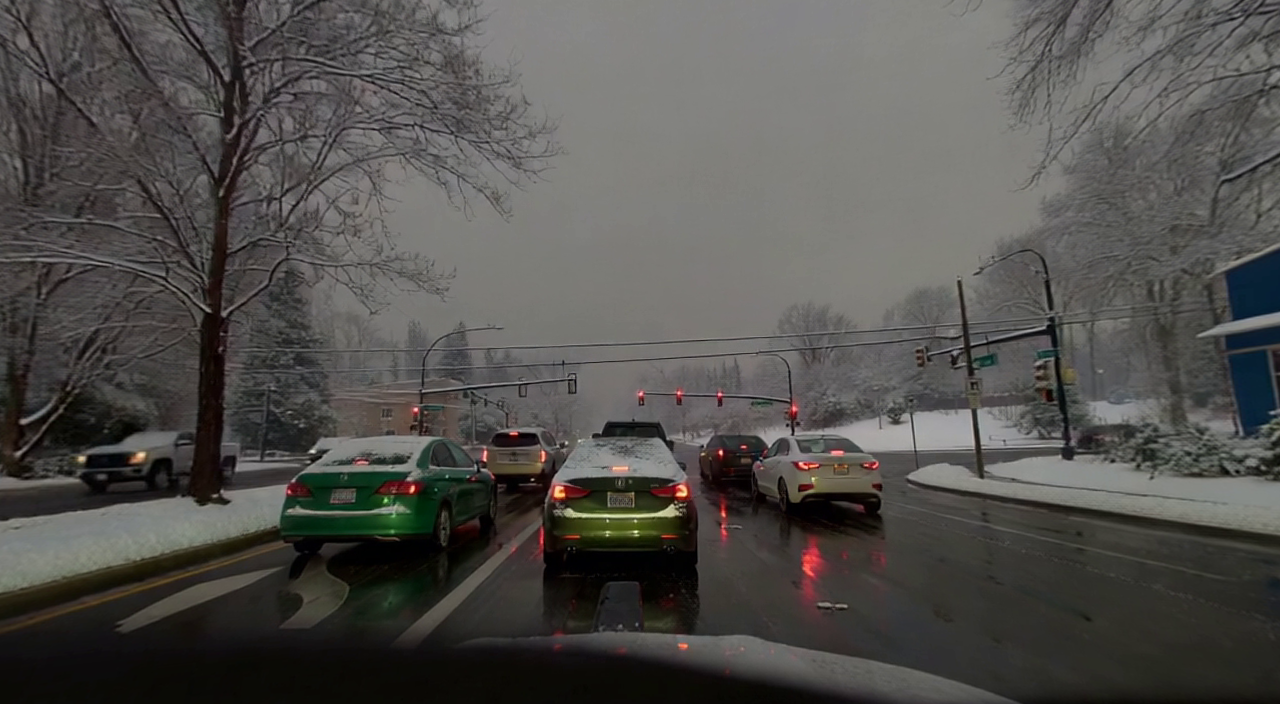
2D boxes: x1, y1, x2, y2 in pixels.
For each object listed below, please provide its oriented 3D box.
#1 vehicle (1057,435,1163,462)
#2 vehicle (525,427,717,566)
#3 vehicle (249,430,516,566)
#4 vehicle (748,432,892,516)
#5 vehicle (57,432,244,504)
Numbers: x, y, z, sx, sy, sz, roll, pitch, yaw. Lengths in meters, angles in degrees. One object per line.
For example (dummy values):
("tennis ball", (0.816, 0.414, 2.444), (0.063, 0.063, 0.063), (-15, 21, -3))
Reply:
("vehicle", (30.808, 6.348, 41.634), (5.265, 1.702, 1.930), (-5, -9, 28))
("vehicle", (-0.209, 1.823, 8.703), (2.041, 1.450, 3.847), (0, -8, 0))
("vehicle", (-3.201, 1.883, 8.948), (1.917, 1.441, 4.128), (-1, -8, 2))
("vehicle", (3.553, 2.462, 13.262), (1.880, 1.476, 3.932), (0, -8, 1))
("vehicle", (-13.302, 3.148, 17.634), (2.082, 1.704, 4.488), (1, -8, -8))
